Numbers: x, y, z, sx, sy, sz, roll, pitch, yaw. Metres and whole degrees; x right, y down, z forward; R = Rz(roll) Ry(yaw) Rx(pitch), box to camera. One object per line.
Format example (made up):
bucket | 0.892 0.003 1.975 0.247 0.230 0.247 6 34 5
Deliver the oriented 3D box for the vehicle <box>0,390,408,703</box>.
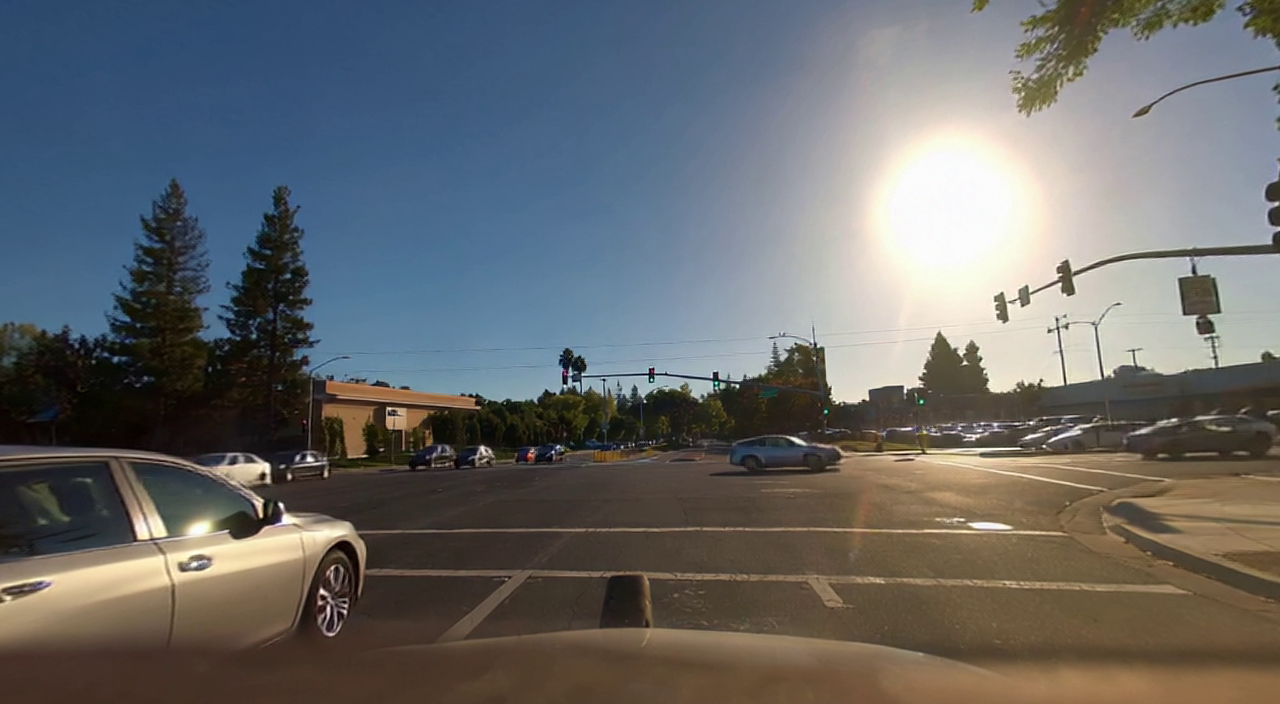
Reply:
vehicle | -2.944 1.000 2.830 1.924 1.482 4.734 0 -8 1

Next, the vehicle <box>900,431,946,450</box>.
vehicle | 22.448 6.993 49.860 1.930 1.410 4.313 -8 -12 43

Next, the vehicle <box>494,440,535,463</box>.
vehicle | -9.684 7.712 48.982 1.905 1.724 4.449 -1 -8 5

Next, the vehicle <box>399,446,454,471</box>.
vehicle | -14.003 6.986 41.537 1.935 1.554 3.995 -1 -8 5

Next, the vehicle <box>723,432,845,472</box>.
vehicle | 5.706 3.956 25.060 4.364 1.450 1.841 -4 -9 26

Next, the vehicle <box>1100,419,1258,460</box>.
vehicle | 20.658 3.382 24.319 4.180 1.478 1.986 0 -8 1

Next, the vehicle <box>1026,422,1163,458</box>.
vehicle | 19.902 3.861 27.729 4.552 1.492 2.002 0 -9 -4
